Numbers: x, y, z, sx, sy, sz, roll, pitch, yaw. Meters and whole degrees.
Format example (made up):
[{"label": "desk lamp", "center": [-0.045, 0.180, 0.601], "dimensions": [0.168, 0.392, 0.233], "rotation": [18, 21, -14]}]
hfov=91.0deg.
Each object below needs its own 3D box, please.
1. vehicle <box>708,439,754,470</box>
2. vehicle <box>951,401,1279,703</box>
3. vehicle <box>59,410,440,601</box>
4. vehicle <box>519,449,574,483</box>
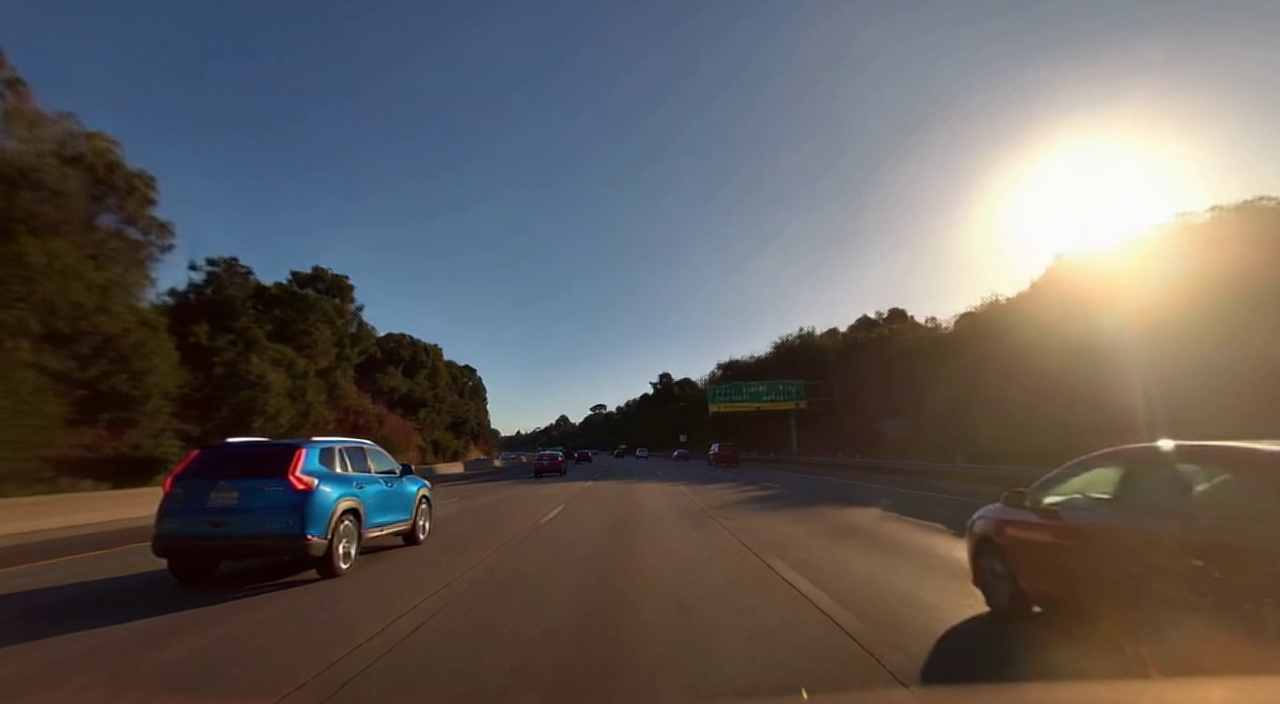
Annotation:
[{"label": "vehicle", "center": [6.523, 7.480, 45.885], "dimensions": [2.378, 2.096, 5.119], "rotation": [0, -9, -2]}, {"label": "vehicle", "center": [3.721, 1.080, 3.137], "dimensions": [2.120, 1.572, 4.344], "rotation": [0, -9, 0]}, {"label": "vehicle", "center": [-4.288, 1.748, 8.015], "dimensions": [2.079, 1.745, 4.281], "rotation": [0, -9, 0]}, {"label": "vehicle", "center": [-4.400, 5.419, 30.302], "dimensions": [2.009, 1.488, 4.289], "rotation": [0, -9, -1]}]
